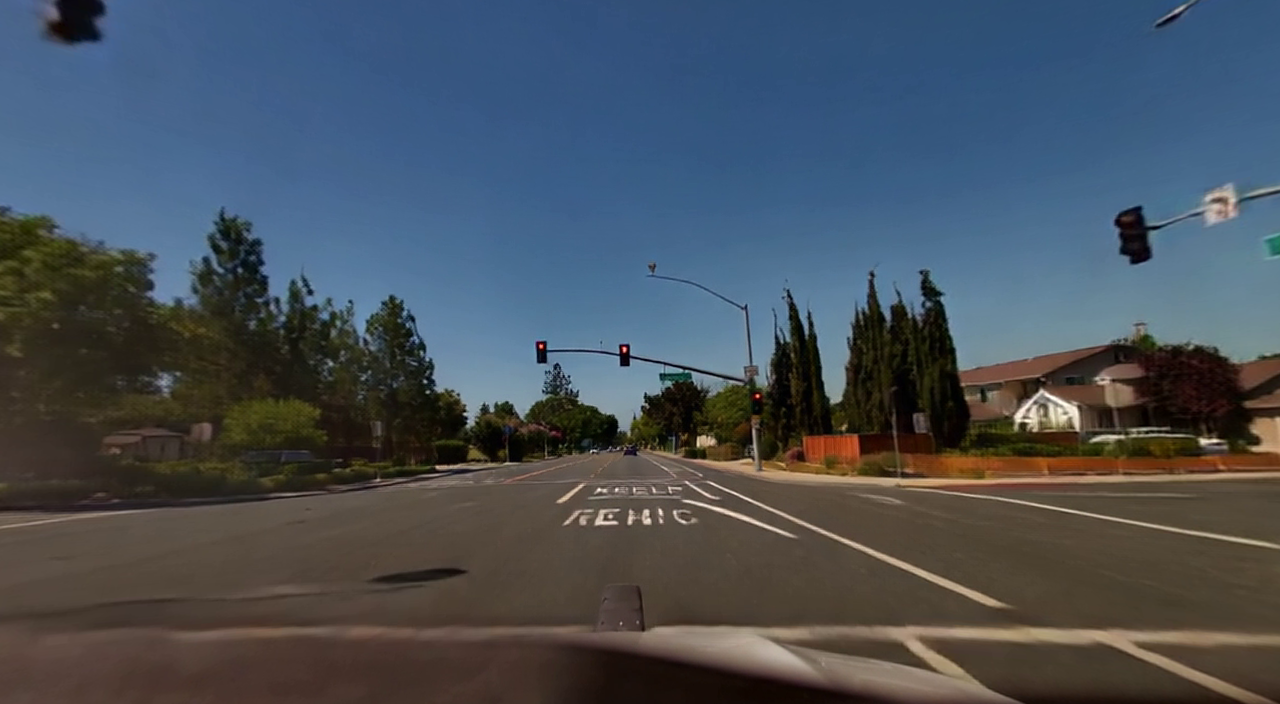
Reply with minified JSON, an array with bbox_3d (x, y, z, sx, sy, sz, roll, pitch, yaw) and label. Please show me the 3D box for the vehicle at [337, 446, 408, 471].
[{"bbox_3d":[-18.807,7.463,44.518,4.115,1.699,1.848,0,-8,-1],"label":"vehicle"}]
